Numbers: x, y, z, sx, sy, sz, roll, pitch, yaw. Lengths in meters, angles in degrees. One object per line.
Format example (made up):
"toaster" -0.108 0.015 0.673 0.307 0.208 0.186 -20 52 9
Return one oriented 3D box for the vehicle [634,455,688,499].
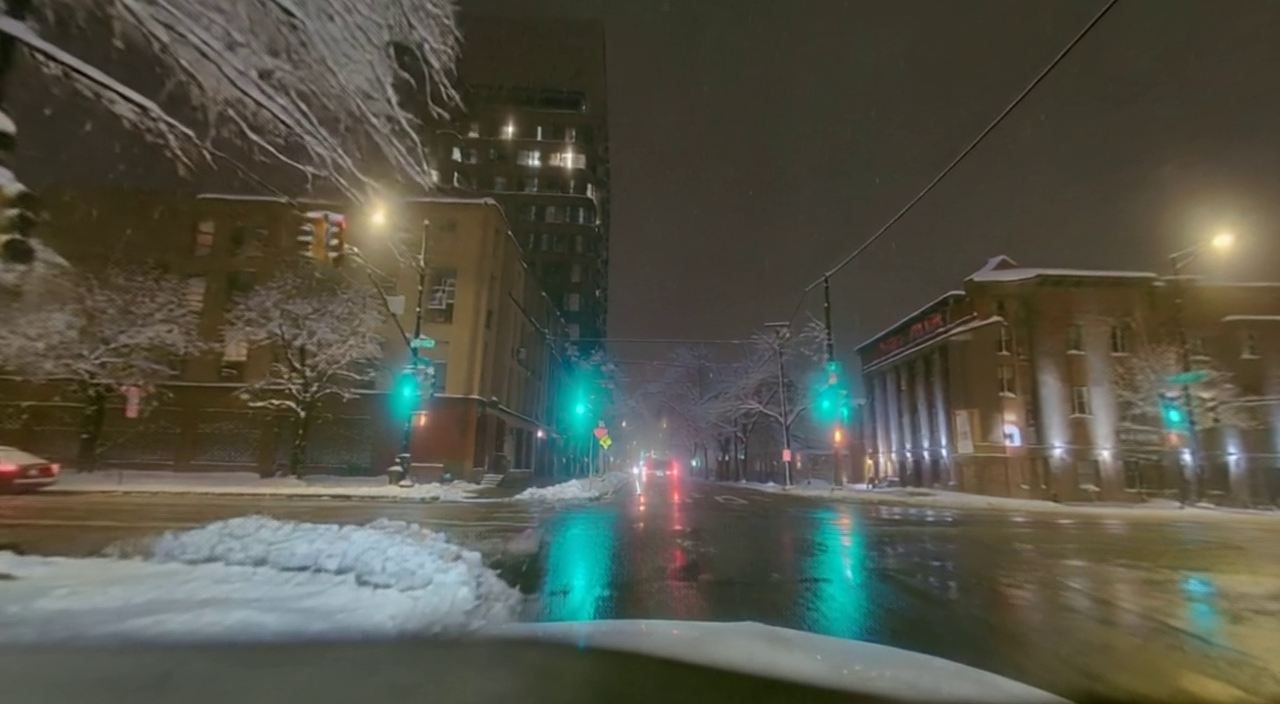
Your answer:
"vehicle" 0.819 5.174 26.364 2.079 1.621 3.861 0 -9 0
